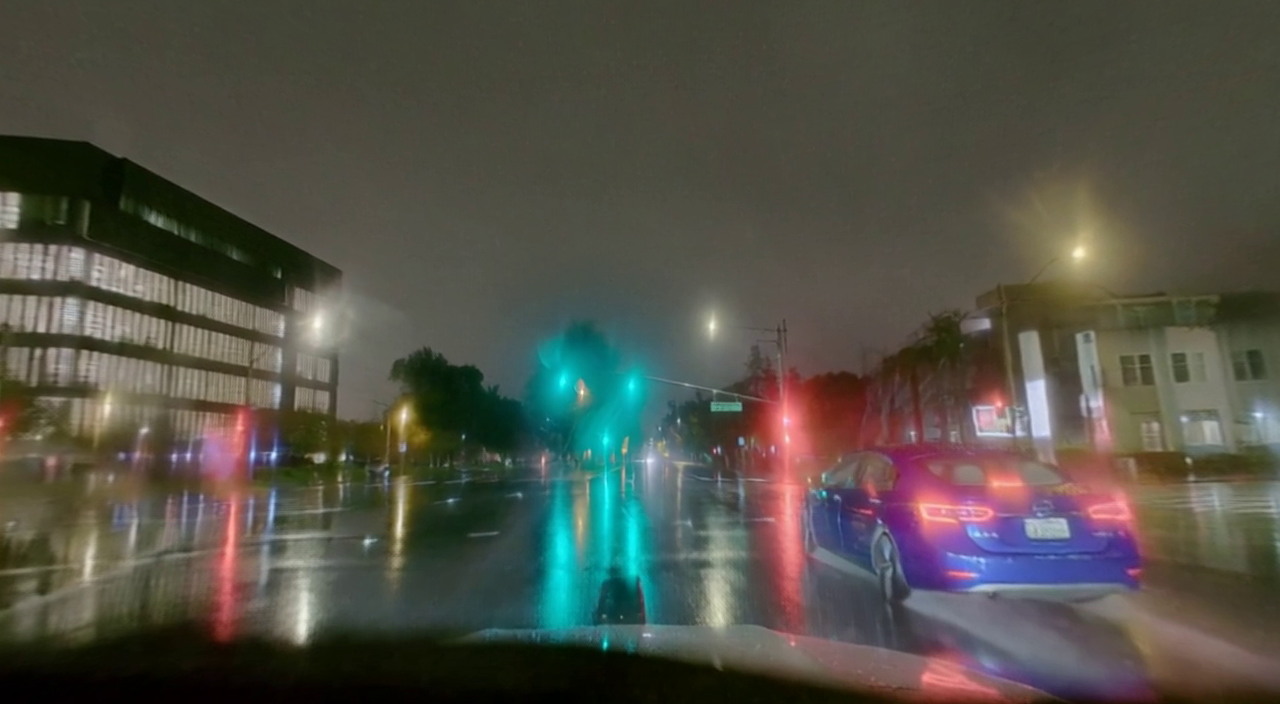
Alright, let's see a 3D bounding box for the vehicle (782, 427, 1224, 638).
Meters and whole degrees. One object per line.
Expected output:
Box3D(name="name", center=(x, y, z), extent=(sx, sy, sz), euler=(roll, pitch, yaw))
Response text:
Box3D(name="vehicle", center=(3.240, 1.691, 7.125), extent=(2.089, 1.539, 4.767), euler=(0, -8, -1))
